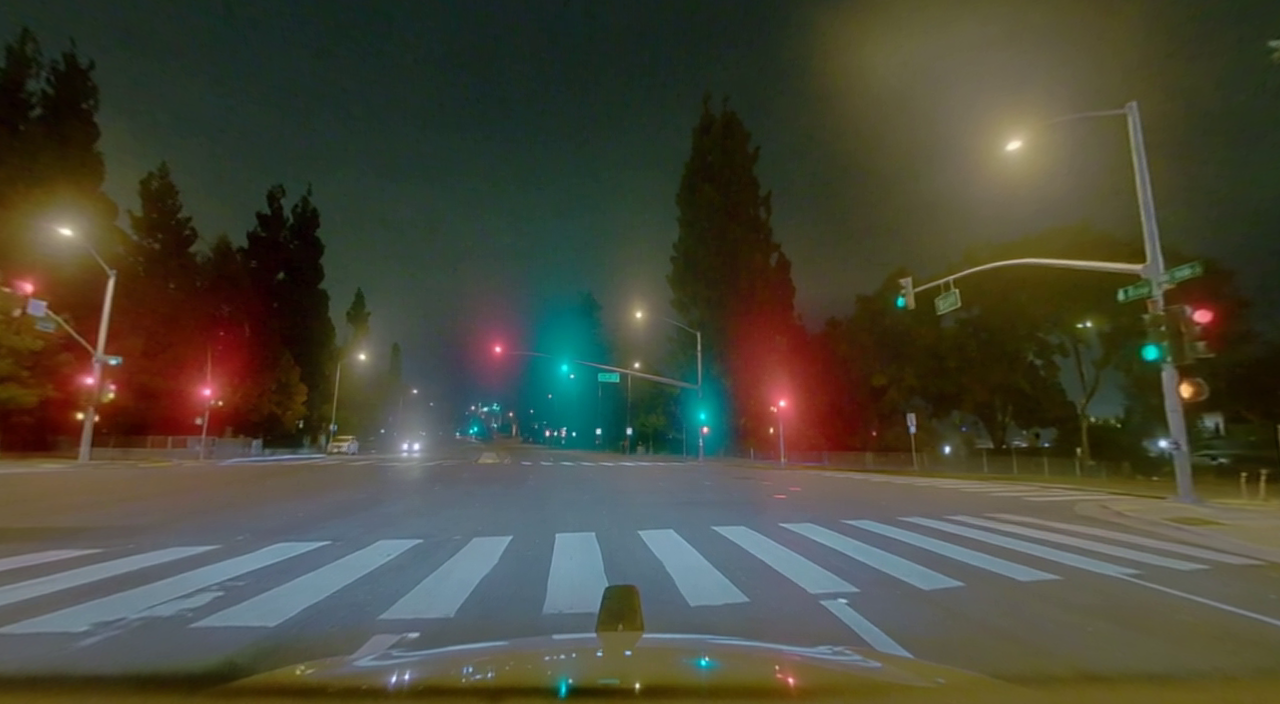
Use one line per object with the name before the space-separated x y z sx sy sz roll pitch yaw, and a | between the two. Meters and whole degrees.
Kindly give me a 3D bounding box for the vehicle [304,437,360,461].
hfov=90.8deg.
vehicle | -20.089 6.341 41.434 1.918 1.432 4.433 1 -9 -7
